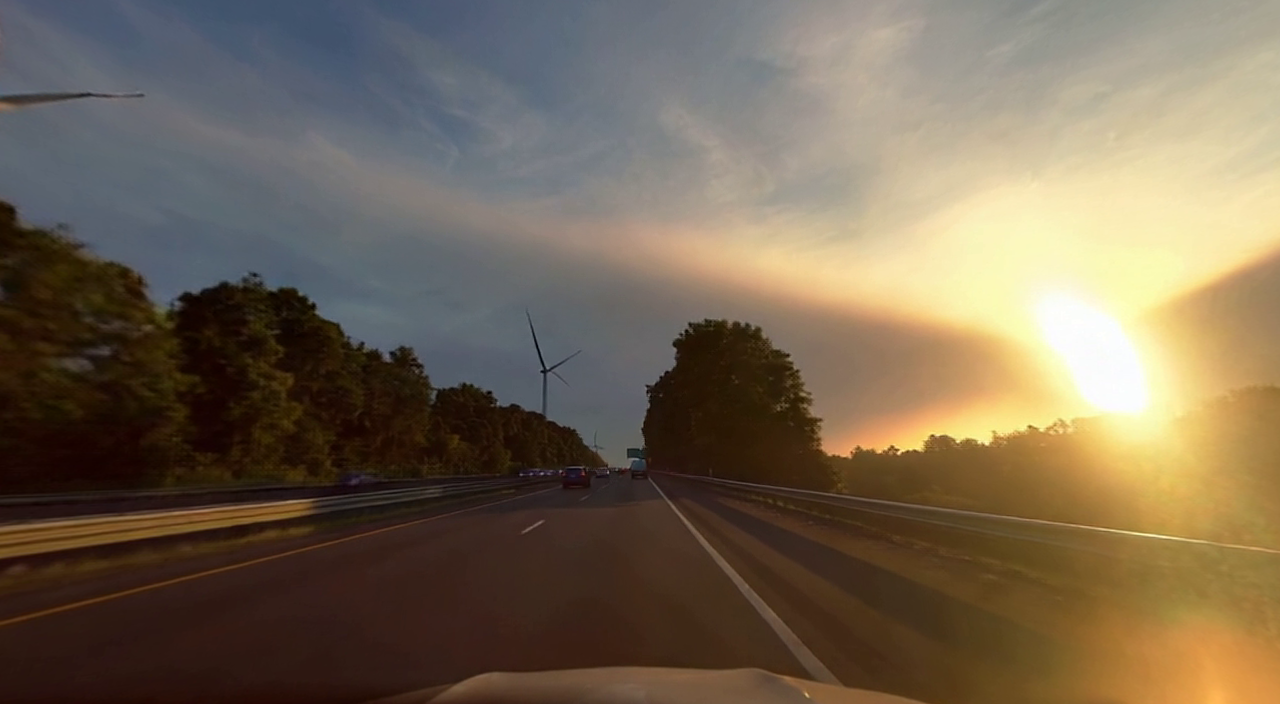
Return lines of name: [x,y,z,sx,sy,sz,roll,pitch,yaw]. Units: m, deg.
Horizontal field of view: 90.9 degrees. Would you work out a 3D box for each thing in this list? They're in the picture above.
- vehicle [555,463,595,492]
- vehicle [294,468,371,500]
vehicle: [-4.137,8.106,40.883,2.124,1.705,4.440,1,-11,0]
vehicle: [-16.552,7.117,34.196,1.910,1.572,4.370,1,-11,0]
